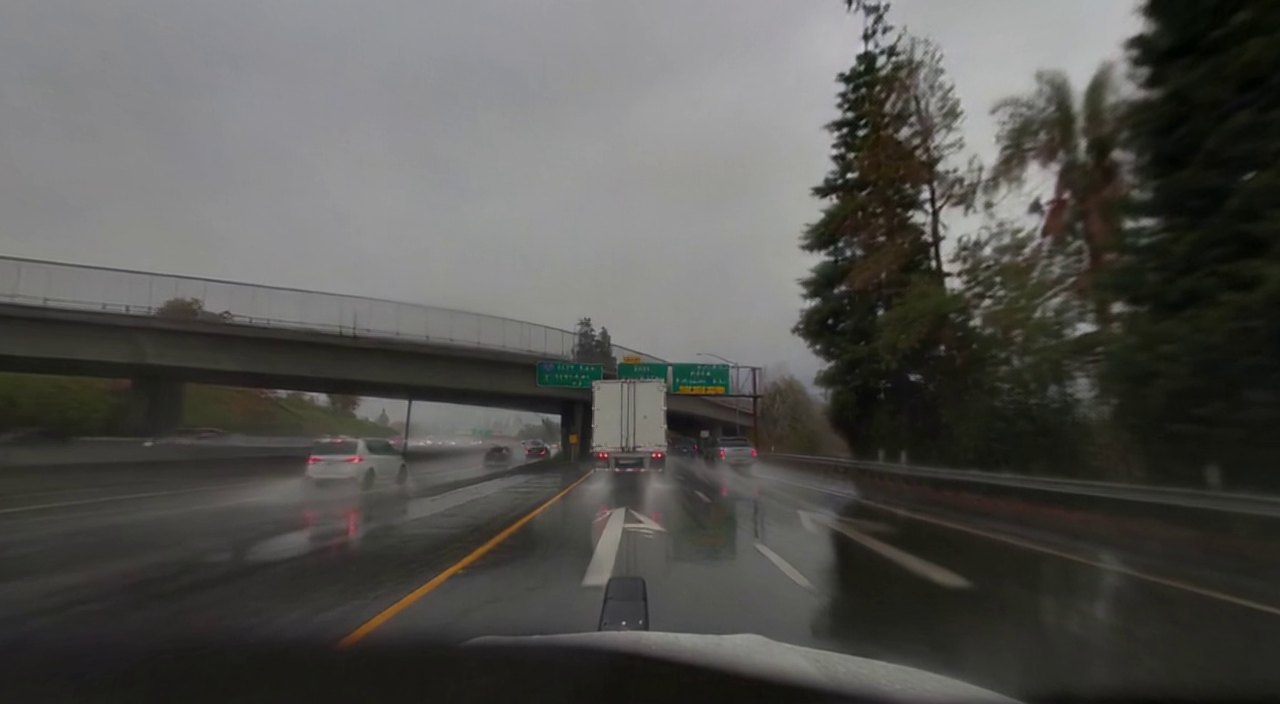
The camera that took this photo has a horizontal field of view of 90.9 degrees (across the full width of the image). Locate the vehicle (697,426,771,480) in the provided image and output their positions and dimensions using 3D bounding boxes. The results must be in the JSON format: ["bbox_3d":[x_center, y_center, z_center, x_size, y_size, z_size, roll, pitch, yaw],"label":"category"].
[{"bbox_3d":[3.733,4.127,26.067,2.174,1.968,5.016,0,-8,-1],"label":"vehicle"}]

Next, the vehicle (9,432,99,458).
[{"bbox_3d":[-38.859,6.168,41.965,1.824,1.623,4.444,0,-8,-3],"label":"vehicle"}]

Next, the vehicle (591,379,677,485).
[{"bbox_3d":[-0.282,3.460,26.845,2.916,3.584,10.841,0,-8,-1],"label":"vehicle"}]

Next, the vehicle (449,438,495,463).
[{"bbox_3d":[-12.132,7.135,45.933,2.119,1.747,5.121,0,-8,-2],"label":"vehicle"}]

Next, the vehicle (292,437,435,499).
[{"bbox_3d":[-7.684,3.243,18.188,2.057,1.506,4.829,0,-8,-1],"label":"vehicle"}]

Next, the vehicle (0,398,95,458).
[{"bbox_3d":[-42.367,5.295,43.281,2.948,3.750,7.867,0,-8,-3],"label":"vehicle"}]
